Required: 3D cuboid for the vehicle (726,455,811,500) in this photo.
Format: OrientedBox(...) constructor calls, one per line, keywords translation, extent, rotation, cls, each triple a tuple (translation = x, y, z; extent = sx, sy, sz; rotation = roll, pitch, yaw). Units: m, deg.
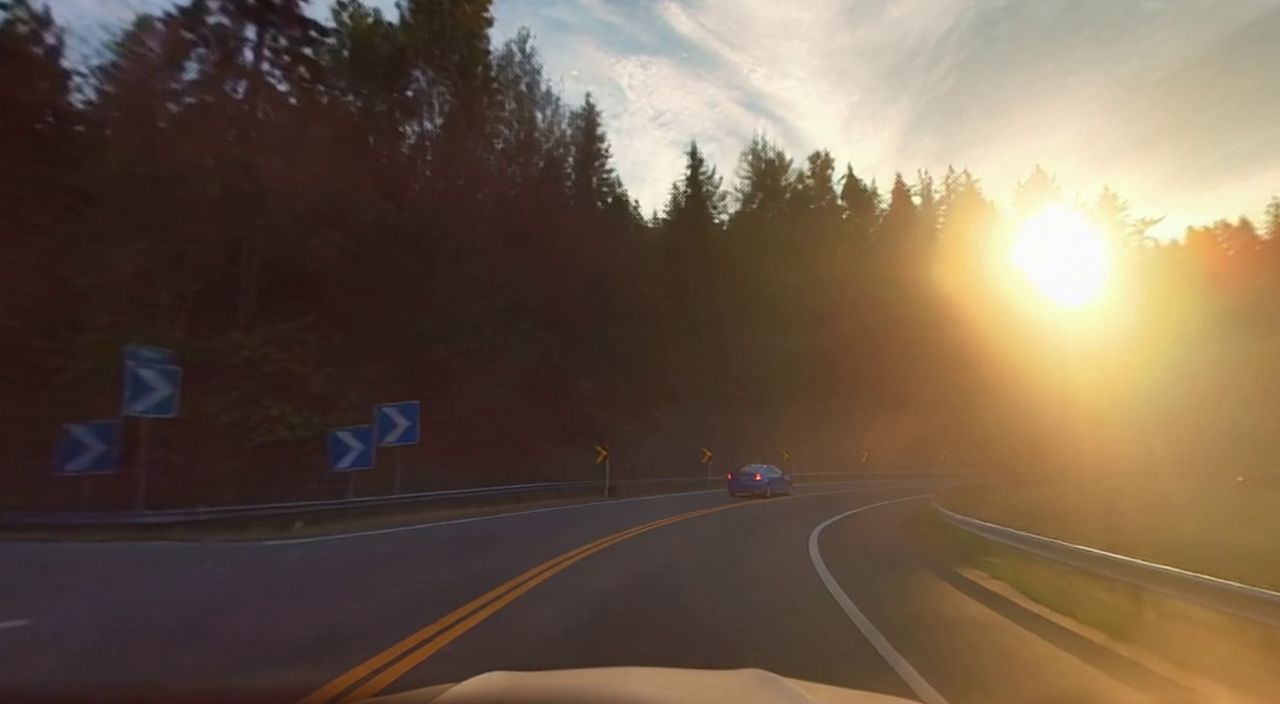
OrientedBox(translation=(5.467, 5.217, 26.383), extent=(1.997, 1.692, 4.422), rotation=(-6, -12, 32), cls="vehicle")
